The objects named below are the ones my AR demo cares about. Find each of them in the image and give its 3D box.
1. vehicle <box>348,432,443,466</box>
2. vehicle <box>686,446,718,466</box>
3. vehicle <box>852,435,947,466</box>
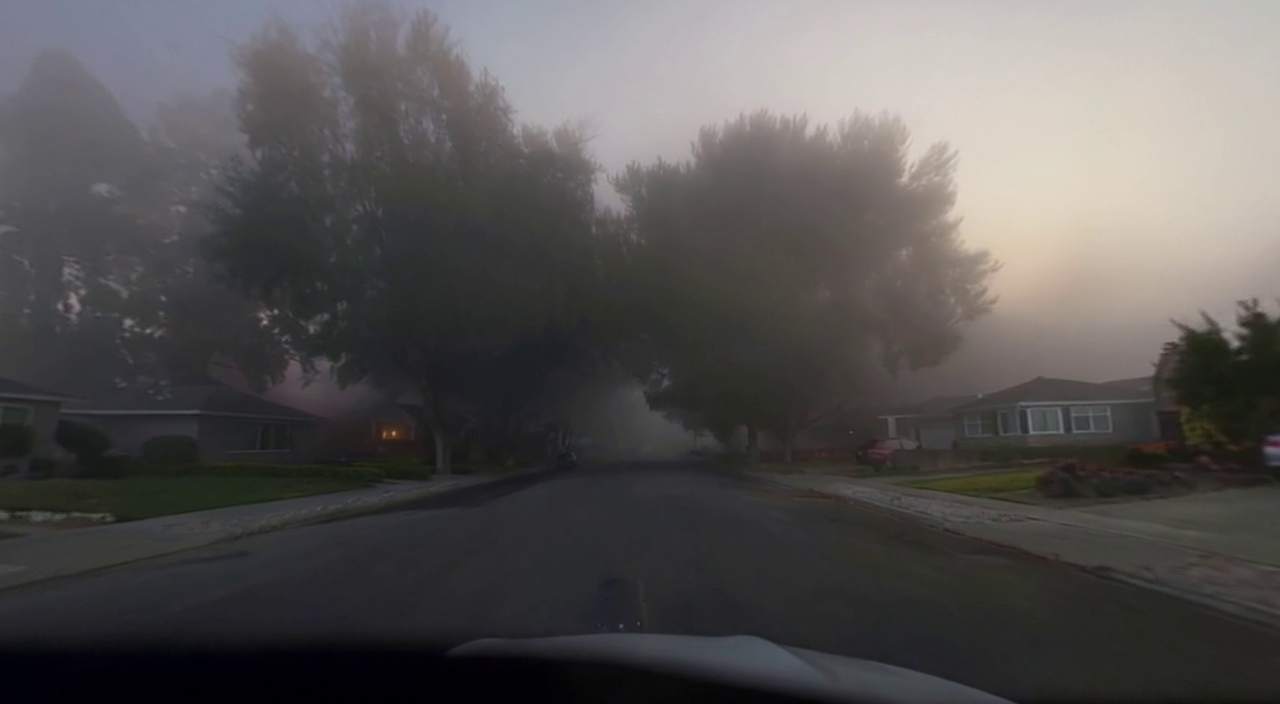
[{"bbox_3d":[-15.291,6.119,39.638,5.003,1.805,2.041,10,-13,-37],"label":"vehicle"},{"bbox_3d":[4.647,7.865,47.807,1.893,1.454,4.219,0,-9,-1],"label":"vehicle"},{"bbox_3d":[14.197,5.363,34.674,4.391,1.555,1.953,1,-7,-12],"label":"vehicle"}]
